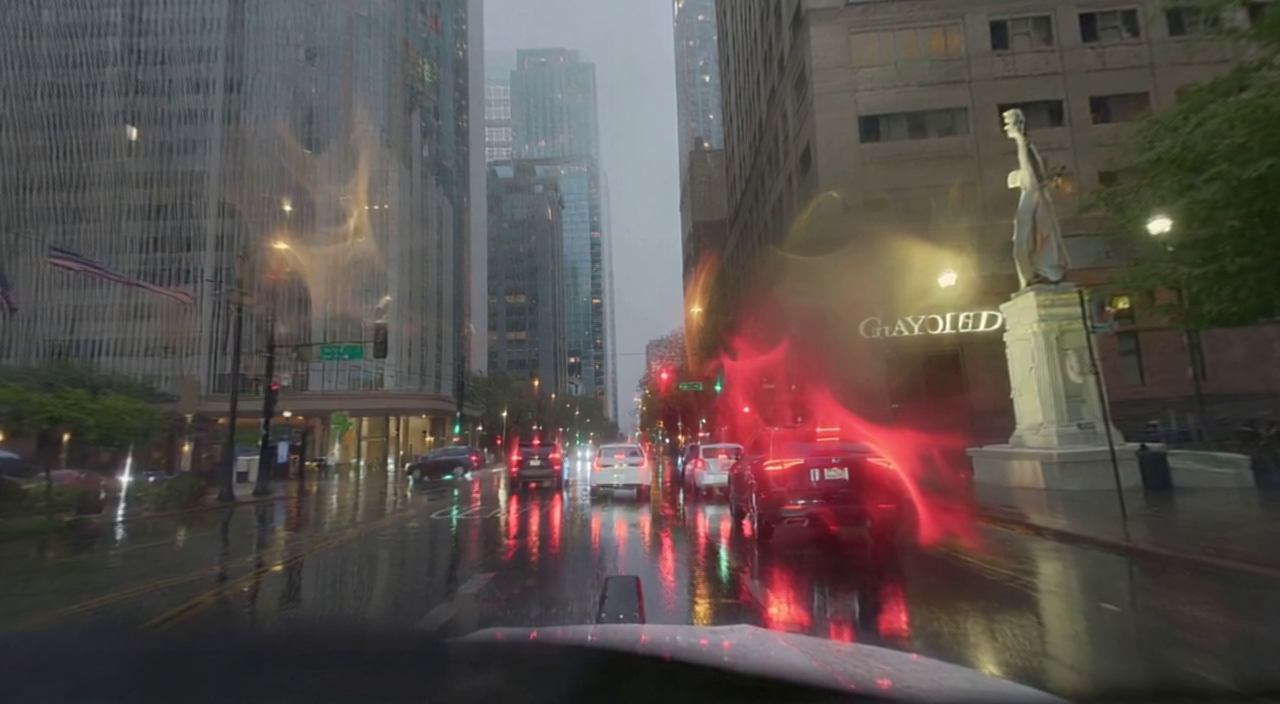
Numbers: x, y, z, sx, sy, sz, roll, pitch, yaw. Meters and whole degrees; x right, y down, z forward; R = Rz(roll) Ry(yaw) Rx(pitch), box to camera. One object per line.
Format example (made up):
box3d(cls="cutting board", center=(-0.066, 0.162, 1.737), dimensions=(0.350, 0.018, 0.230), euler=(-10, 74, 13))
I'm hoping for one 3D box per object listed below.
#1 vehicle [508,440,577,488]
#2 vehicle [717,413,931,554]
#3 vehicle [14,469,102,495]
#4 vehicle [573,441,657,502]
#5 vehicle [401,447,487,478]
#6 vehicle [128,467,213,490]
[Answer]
box3d(cls="vehicle", center=(-3.608, 4.243, 24.206), dimensions=(2.045, 1.633, 4.864), euler=(0, -9, -2))
box3d(cls="vehicle", center=(2.620, 2.022, 10.354), dimensions=(2.096, 1.775, 4.440), euler=(0, -9, -1))
box3d(cls="vehicle", center=(-40.234, 8.992, 43.739), dimensions=(4.224, 1.622, 1.808), euler=(0, -9, -1))
box3d(cls="vehicle", center=(-0.646, 3.282, 17.785), dimensions=(2.096, 1.492, 4.071), euler=(0, -9, -1))
box3d(cls="vehicle", center=(-11.947, 6.747, 38.664), dimensions=(4.855, 1.769, 2.071), euler=(3, -9, -18))
box3d(cls="vehicle", center=(-32.436, 8.729, 43.705), dimensions=(4.392, 1.427, 1.764), euler=(0, -9, 0))
